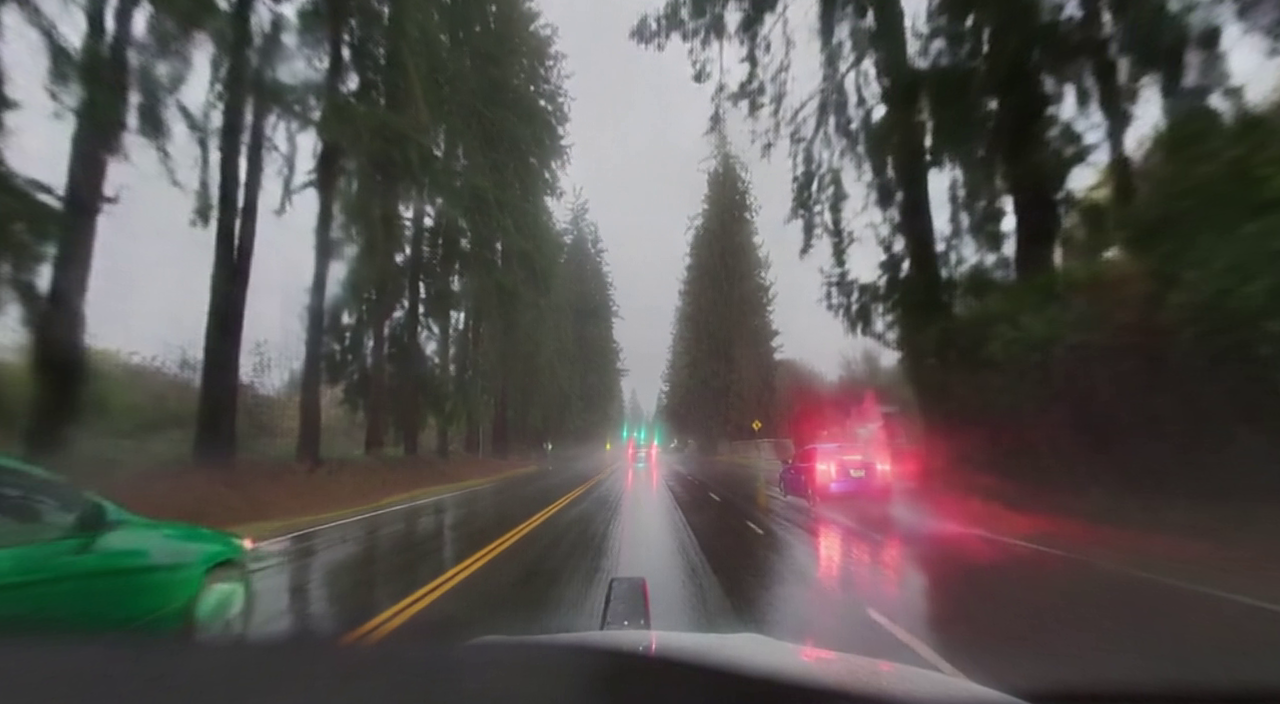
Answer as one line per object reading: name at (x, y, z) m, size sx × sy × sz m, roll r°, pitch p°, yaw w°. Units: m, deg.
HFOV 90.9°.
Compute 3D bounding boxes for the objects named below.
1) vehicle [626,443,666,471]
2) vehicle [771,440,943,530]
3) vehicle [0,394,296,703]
vehicle at (0.391, 6.209, 37.612) m, size 2.206 × 1.525 × 4.695 m, roll -1°, pitch -8°, yaw 1°
vehicle at (4.151, 2.577, 12.967) m, size 1.943 × 1.471 × 4.515 m, roll -1°, pitch -8°, yaw 0°
vehicle at (-3.738, 0.927, 2.320) m, size 2.162 × 1.546 × 4.889 m, roll -1°, pitch -8°, yaw 0°
